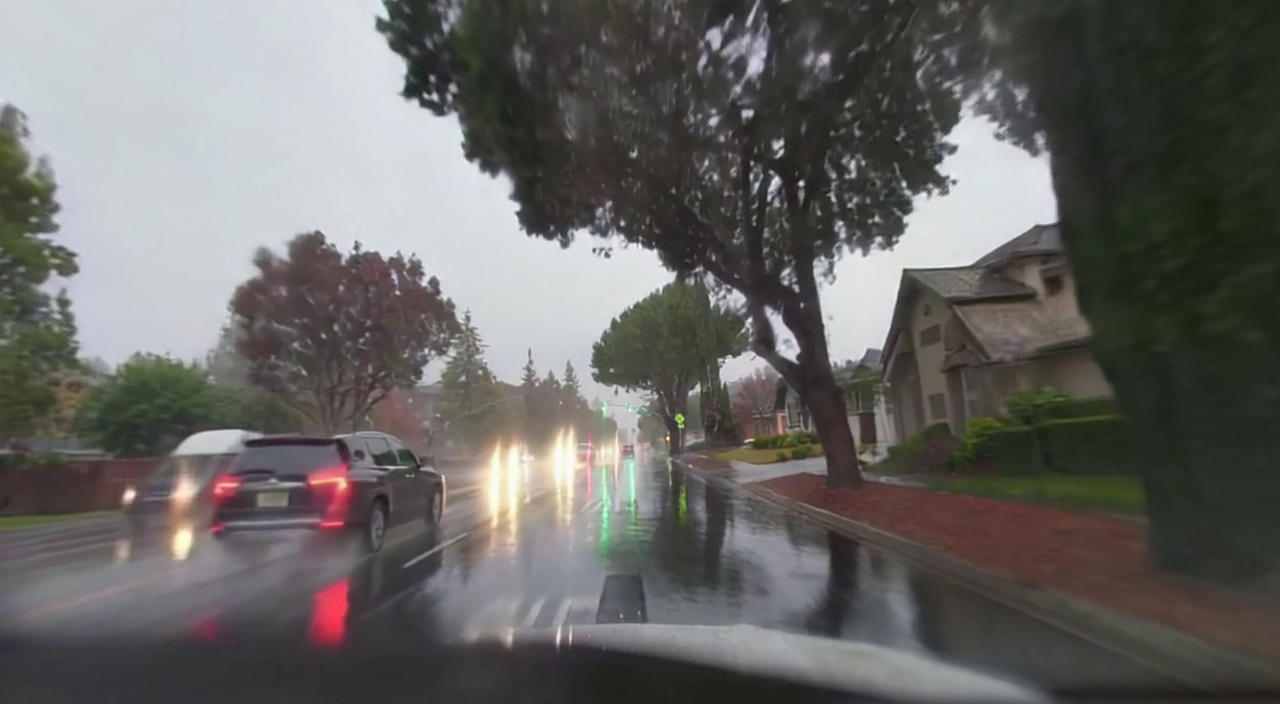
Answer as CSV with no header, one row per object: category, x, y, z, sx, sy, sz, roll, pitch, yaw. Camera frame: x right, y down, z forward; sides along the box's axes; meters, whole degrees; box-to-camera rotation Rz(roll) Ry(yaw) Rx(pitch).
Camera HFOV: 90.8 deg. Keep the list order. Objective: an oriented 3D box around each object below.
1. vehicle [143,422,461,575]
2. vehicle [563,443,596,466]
vehicle,-4.486,2.005,9.516,2.169,1.706,4.638,0,-9,1
vehicle,-4.642,7.964,49.228,2.065,1.714,4.272,0,-9,1
